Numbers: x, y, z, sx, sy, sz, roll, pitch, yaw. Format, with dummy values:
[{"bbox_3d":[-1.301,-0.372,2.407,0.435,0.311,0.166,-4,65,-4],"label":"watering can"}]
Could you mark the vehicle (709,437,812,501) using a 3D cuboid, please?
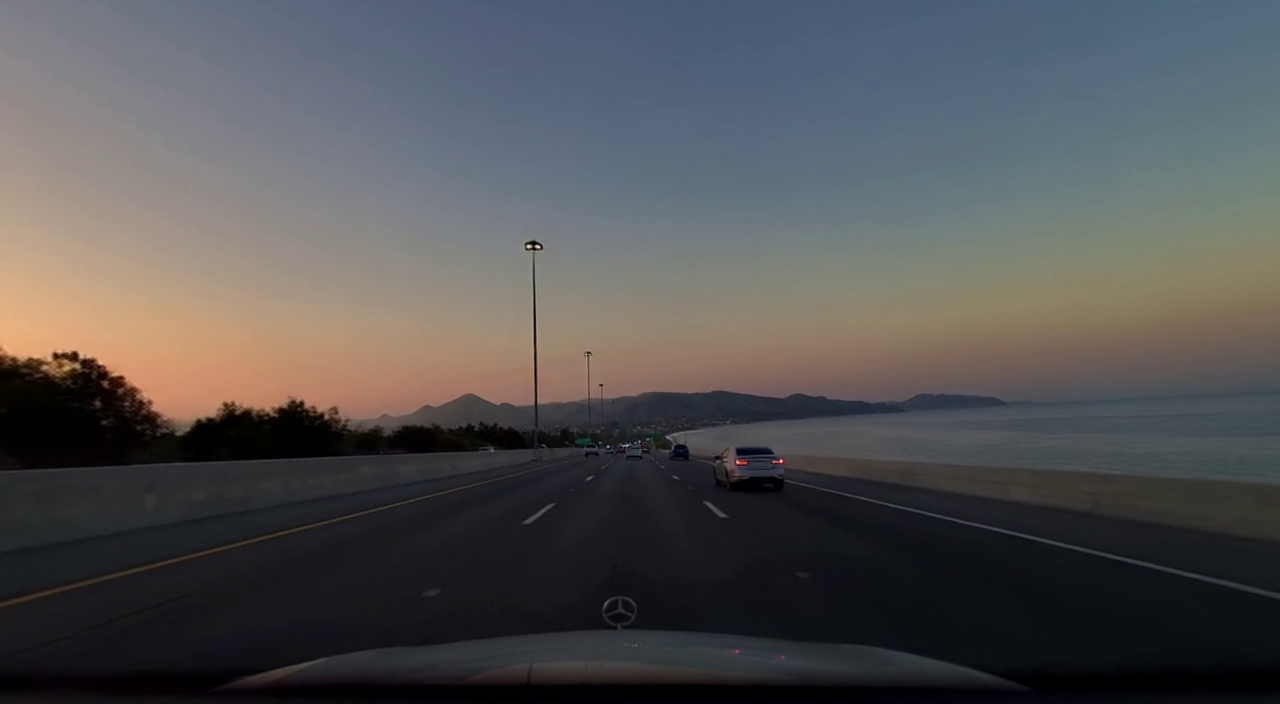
[{"bbox_3d":[3.117,3.109,17.272,1.890,1.490,4.373,0,-8,-1],"label":"vehicle"}]
